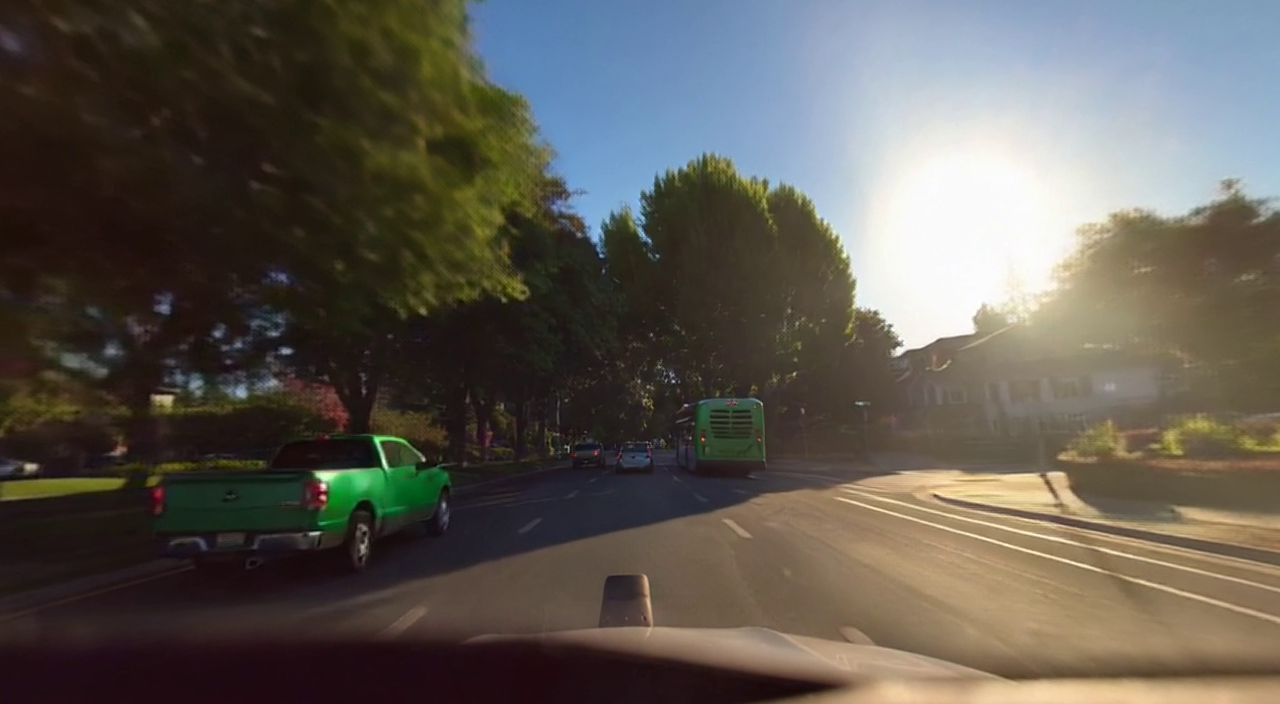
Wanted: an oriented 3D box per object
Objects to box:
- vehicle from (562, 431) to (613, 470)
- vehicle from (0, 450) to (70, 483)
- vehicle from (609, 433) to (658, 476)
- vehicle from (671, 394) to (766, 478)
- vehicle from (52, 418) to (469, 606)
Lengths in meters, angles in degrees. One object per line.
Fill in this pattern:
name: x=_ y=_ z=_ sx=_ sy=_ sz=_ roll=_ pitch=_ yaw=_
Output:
vehicle: x=-2.922 y=5.685 z=36.522 sx=2.513 sy=2.066 sz=5.820 roll=0 pitch=-8 yaw=0
vehicle: x=-34.921 y=6.364 z=35.169 sx=1.824 sy=1.673 sz=4.557 roll=0 pitch=-8 yaw=1
vehicle: x=-0.234 y=4.768 z=29.567 sx=2.074 sy=1.849 sz=5.137 roll=0 pitch=-8 yaw=1
vehicle: x=3.368 y=4.206 z=30.911 sx=3.059 sy=3.264 sz=12.623 roll=0 pitch=-8 yaw=0
vehicle: x=-3.801 y=1.672 z=7.587 sx=2.109 sy=1.543 sz=4.535 roll=0 pitch=-8 yaw=1
